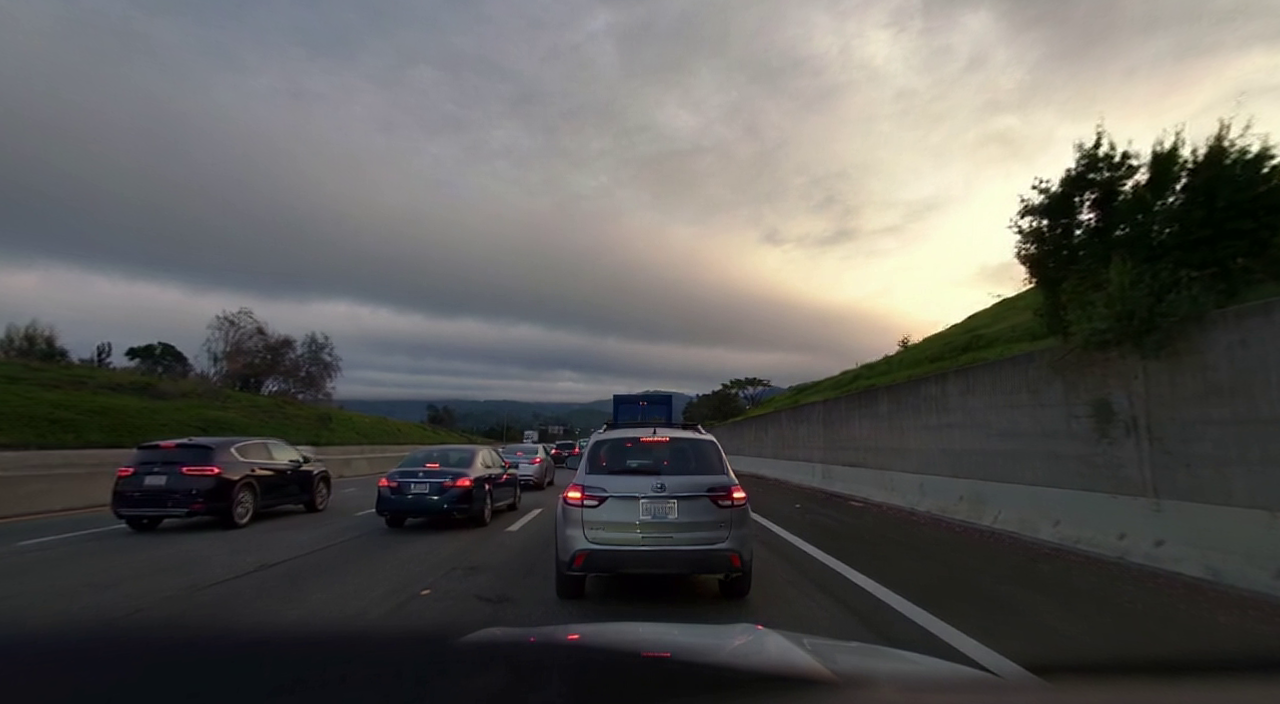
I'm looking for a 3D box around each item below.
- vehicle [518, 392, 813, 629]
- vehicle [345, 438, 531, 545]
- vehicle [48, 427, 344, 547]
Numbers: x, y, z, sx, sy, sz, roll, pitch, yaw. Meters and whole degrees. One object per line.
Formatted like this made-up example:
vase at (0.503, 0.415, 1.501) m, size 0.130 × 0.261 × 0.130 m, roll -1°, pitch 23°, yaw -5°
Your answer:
vehicle at (0.155, 1.596, 7.474) m, size 2.210 × 1.760 × 5.303 m, roll 0°, pitch -9°, yaw -1°
vehicle at (-3.242, 2.313, 11.070) m, size 1.917 × 1.506 × 3.949 m, roll 0°, pitch -9°, yaw 1°
vehicle at (-7.487, 2.297, 11.422) m, size 1.986 × 1.700 × 4.558 m, roll 0°, pitch -9°, yaw 0°
